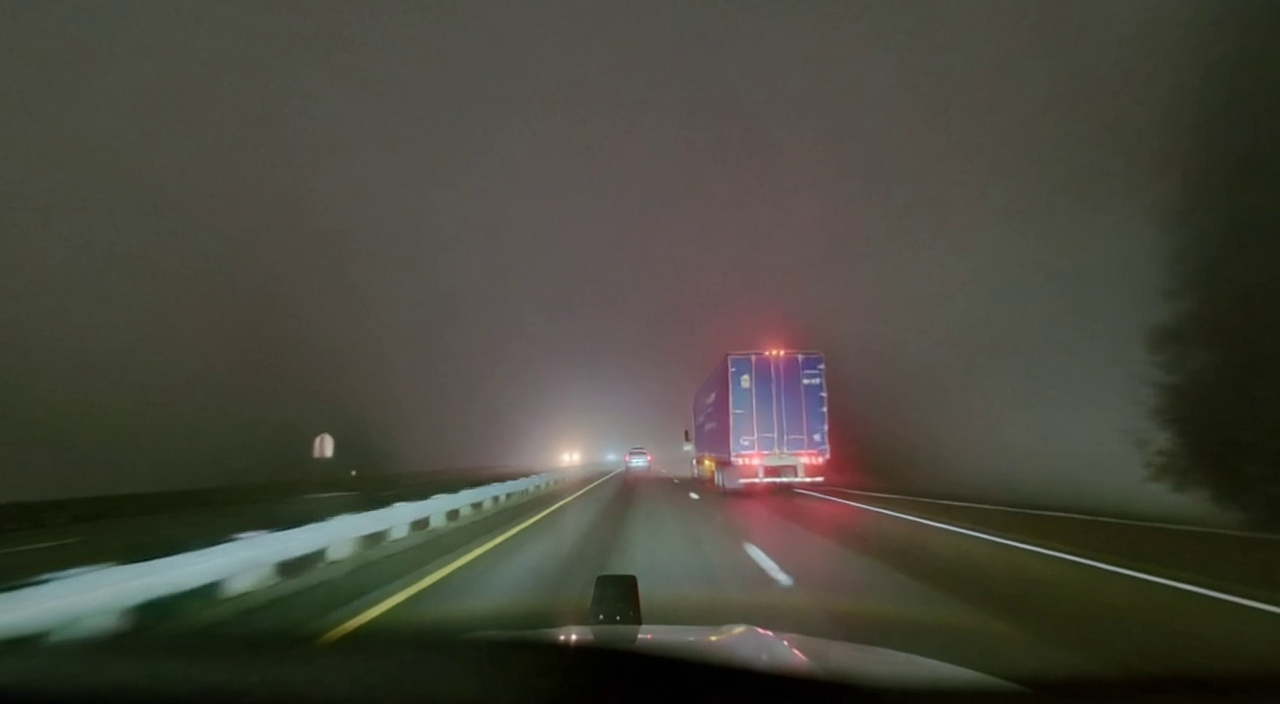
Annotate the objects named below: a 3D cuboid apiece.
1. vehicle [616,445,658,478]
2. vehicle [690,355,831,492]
[{"bbox_3d":[-0.116,6.019,34.627,2.160,1.691,4.243,0,-9,1],"label":"vehicle"},{"bbox_3d":[4.346,3.339,26.938,3.167,4.180,14.924,2,-9,0],"label":"vehicle"}]
